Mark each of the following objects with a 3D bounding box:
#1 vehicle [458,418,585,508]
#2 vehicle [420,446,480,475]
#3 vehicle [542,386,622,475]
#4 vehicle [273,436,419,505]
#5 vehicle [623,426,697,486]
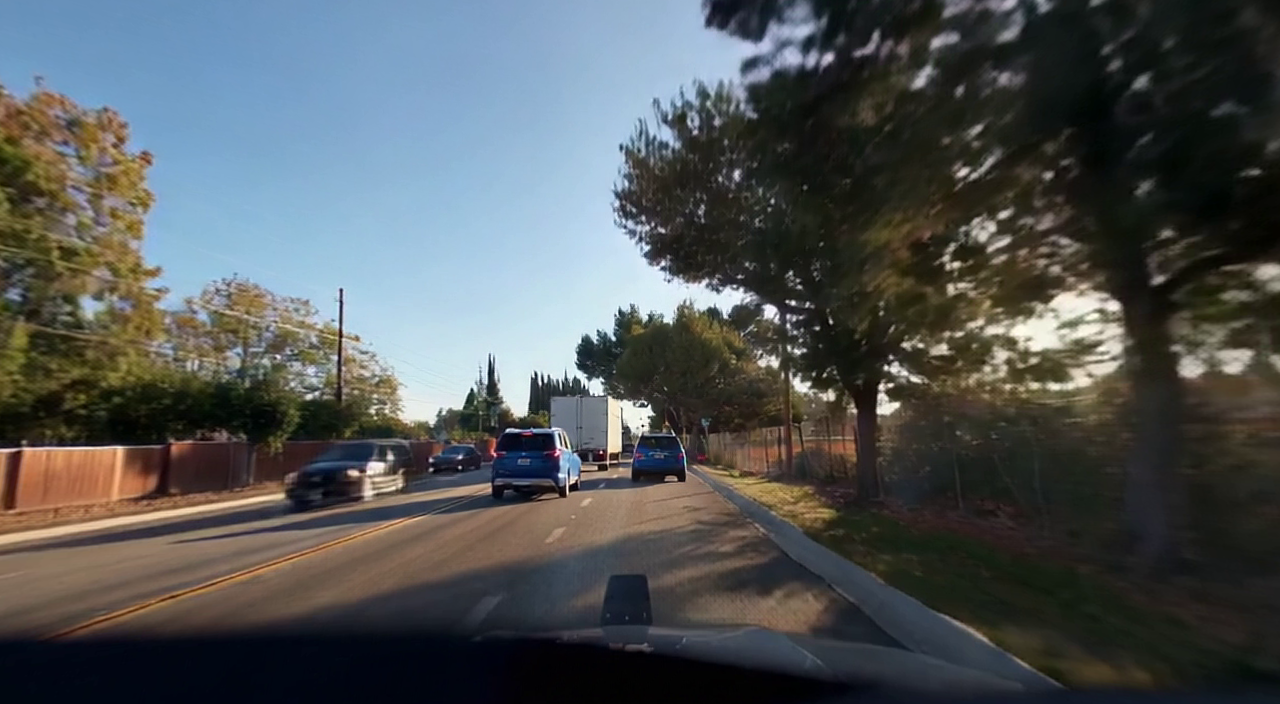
[{"bbox_3d":[-2.643,2.630,15.308,2.093,1.832,4.508,0,-8,2],"label":"vehicle"},{"bbox_3d":[-11.242,6.423,37.659,2.077,1.638,4.584,0,-8,1],"label":"vehicle"},{"bbox_3d":[-2.548,4.038,31.627,2.928,3.658,10.953,0,-8,0],"label":"vehicle"},{"bbox_3d":[-8.358,3.390,18.514,2.020,1.741,4.602,0,-8,1],"label":"vehicle"},{"bbox_3d":[0.627,3.372,20.641,2.174,1.749,4.113,0,-8,1],"label":"vehicle"}]
